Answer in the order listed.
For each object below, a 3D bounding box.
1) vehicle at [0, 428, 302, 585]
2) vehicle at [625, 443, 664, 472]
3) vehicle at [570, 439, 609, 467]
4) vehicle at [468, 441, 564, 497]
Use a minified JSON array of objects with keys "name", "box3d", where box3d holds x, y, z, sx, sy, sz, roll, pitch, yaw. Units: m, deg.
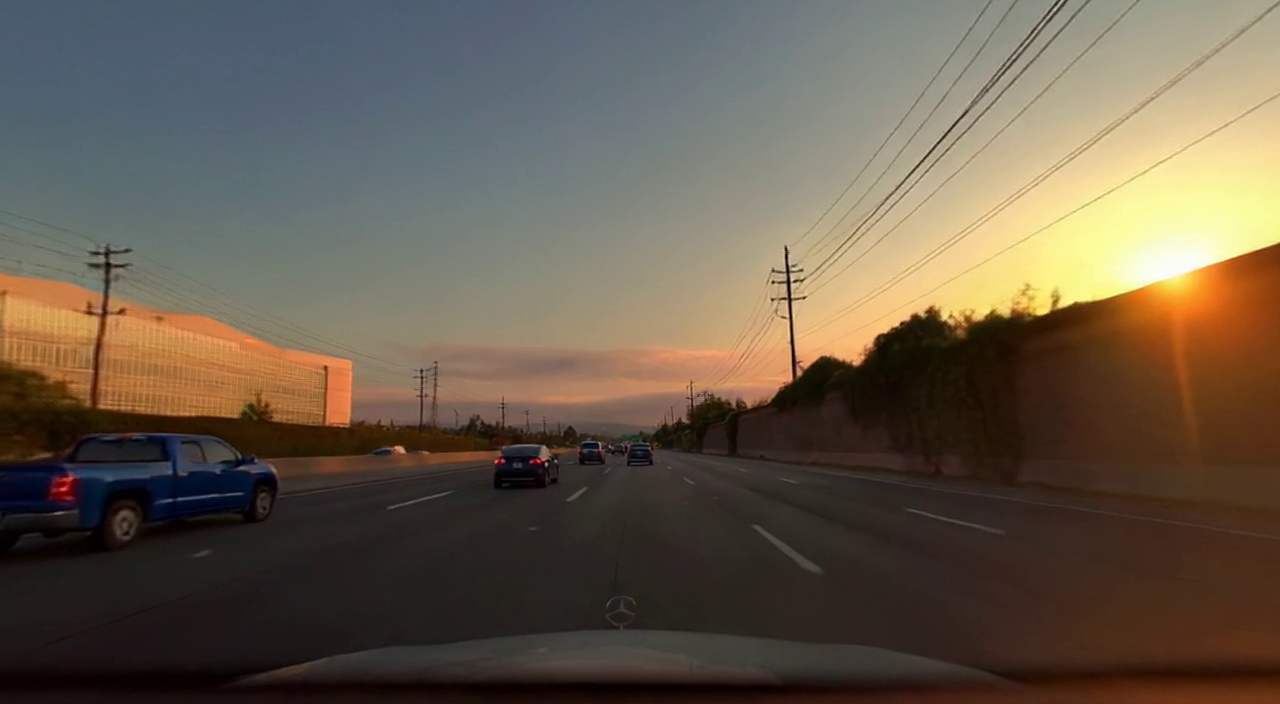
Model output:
[{"name":"vehicle","box3d":[-6.872,1.853,8.537,1.959,1.496,4.740,0,-9,0]},{"name":"vehicle","box3d":[0.266,5.841,35.232,2.030,1.471,4.115,0,-9,0]},{"name":"vehicle","box3d":[-3.337,6.833,42.983,2.244,1.752,4.439,0,-9,1]},{"name":"vehicle","box3d":[-3.519,3.395,18.773,1.938,1.444,4.206,0,-9,1]}]
